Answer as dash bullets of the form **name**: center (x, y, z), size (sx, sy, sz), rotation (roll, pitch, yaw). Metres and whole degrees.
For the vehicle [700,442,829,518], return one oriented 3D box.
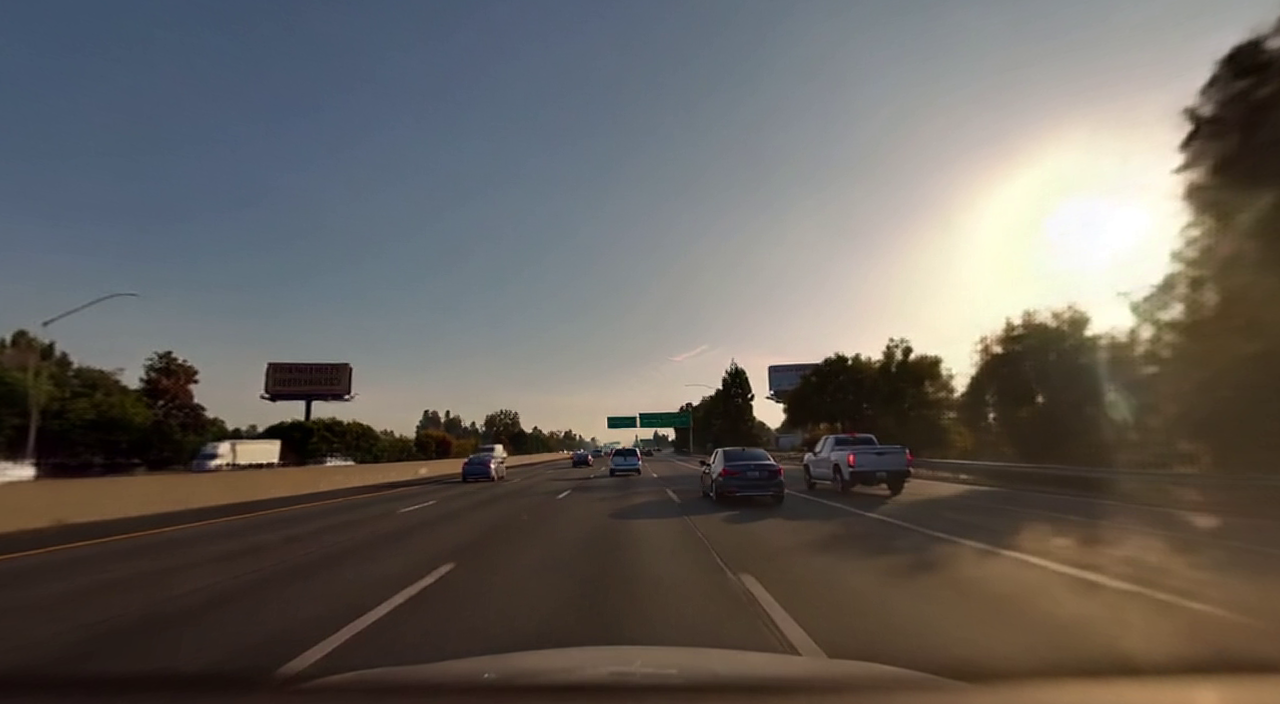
- **vehicle**: center (2.632, 2.823, 14.524), size (2.011, 1.462, 4.286), rotation (0, -9, -1)

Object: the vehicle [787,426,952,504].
- **vehicle**: center (6.391, 3.261, 18.700), size (2.635, 1.919, 5.907), rotation (0, -9, 0)

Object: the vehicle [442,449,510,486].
- **vehicle**: center (-7.315, 5.169, 28.624), size (1.920, 1.482, 4.385), rotation (0, -9, 0)

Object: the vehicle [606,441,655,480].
- **vehicle**: center (-0.465, 5.445, 32.091), size (2.323, 1.805, 4.729), rotation (0, -9, 0)

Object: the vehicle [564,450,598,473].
- **vehicle**: center (-4.039, 7.532, 43.749), size (1.935, 1.487, 4.076), rotation (0, -9, 0)
